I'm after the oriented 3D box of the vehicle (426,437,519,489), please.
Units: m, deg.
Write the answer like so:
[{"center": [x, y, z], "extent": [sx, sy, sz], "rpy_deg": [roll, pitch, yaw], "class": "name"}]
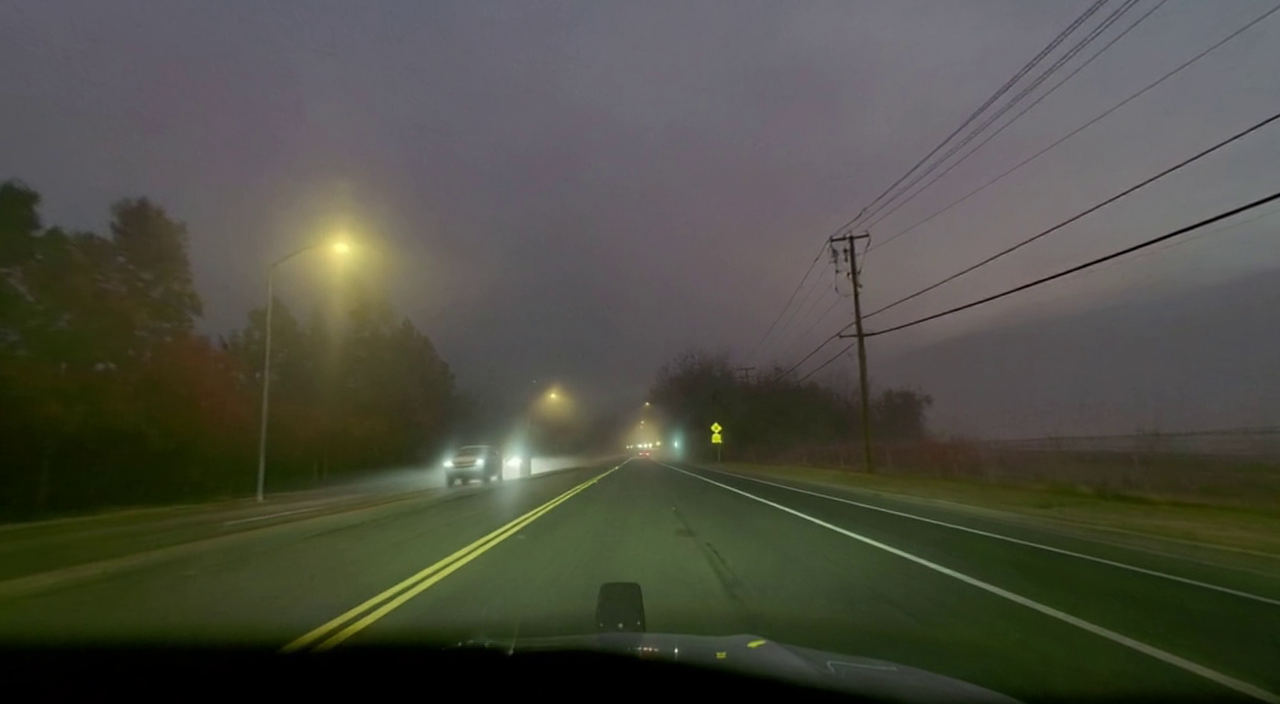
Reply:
[{"center": [-7.765, 5.201, 29.894], "extent": [2.766, 2.122, 5.753], "rpy_deg": [-2, -8, 1], "class": "vehicle"}]
